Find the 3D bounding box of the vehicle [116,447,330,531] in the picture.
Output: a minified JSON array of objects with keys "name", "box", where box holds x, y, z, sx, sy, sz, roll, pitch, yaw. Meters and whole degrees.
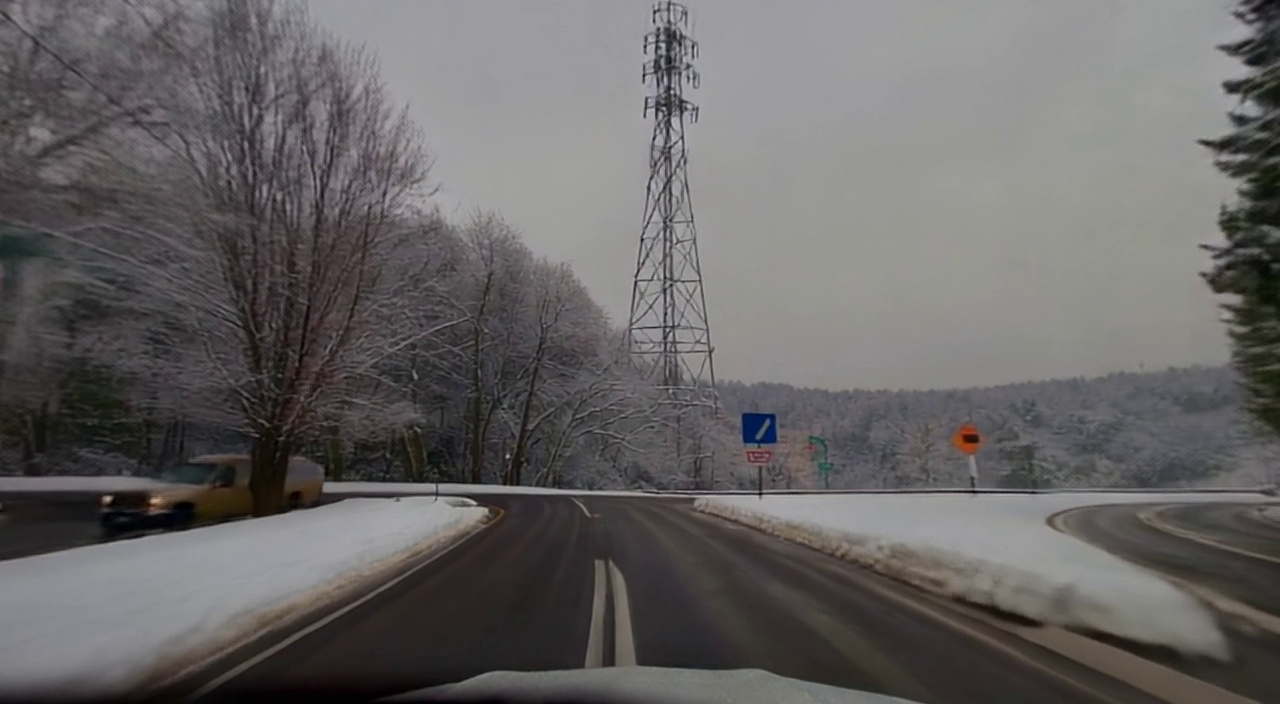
[{"name":"vehicle","box":[-9.164,3.042,14.363,1.889,1.583,3.992,0,-10,4]}]
